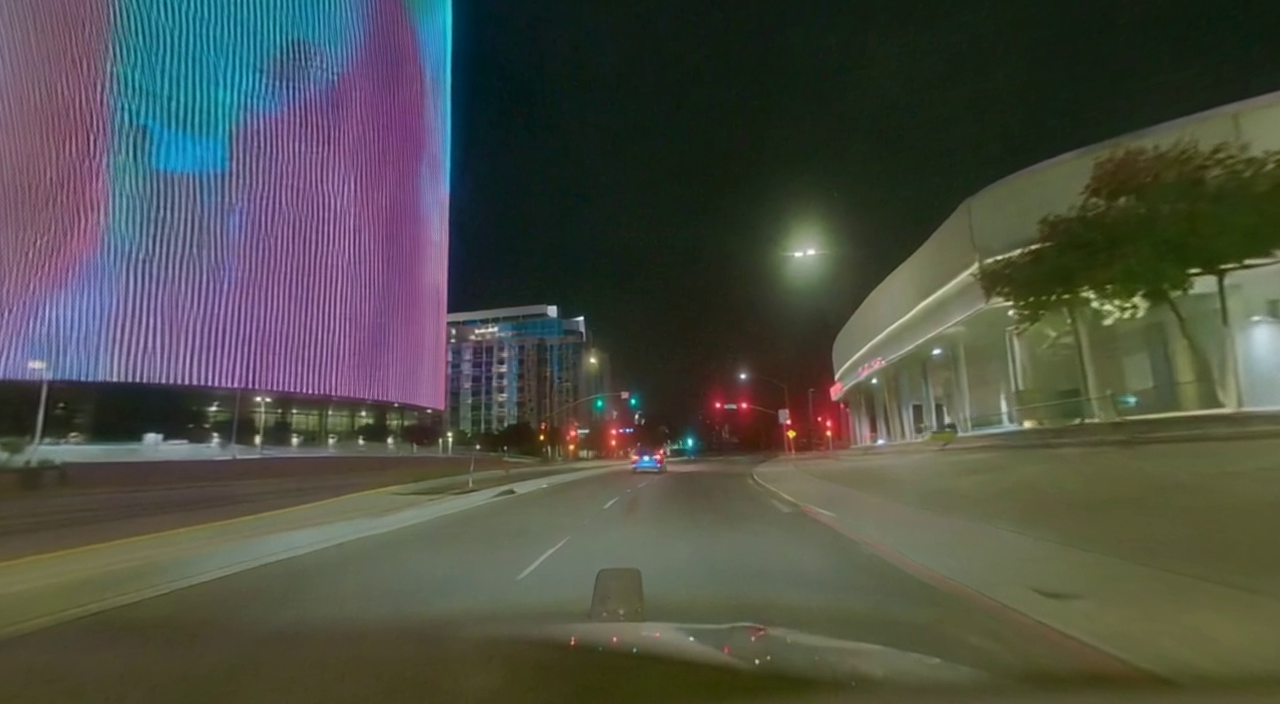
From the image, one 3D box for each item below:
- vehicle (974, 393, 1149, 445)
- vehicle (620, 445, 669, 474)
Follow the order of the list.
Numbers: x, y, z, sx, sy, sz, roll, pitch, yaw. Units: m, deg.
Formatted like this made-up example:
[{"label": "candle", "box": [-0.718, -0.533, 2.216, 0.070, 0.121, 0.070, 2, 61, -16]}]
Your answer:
[{"label": "vehicle", "box": [14.653, 2.402, 22.139, 4.586, 1.716, 1.992, -1, -9, 5]}, {"label": "vehicle", "box": [0.335, 6.030, 35.543, 1.971, 1.486, 4.380, -2, -9, 11]}]
